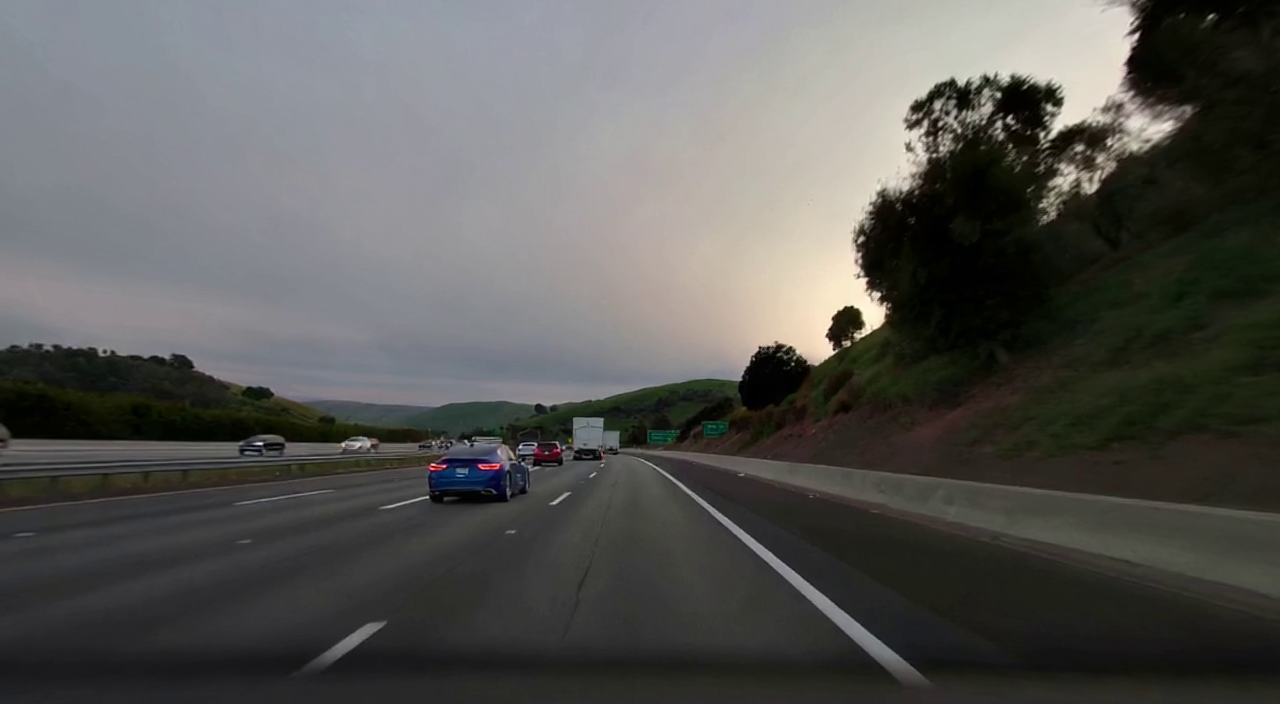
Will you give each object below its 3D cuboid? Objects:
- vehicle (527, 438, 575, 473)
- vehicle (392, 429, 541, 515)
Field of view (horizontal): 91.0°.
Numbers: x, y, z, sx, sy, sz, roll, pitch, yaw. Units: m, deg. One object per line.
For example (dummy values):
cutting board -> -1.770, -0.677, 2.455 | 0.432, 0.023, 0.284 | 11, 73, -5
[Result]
vehicle -> -4.764, 5.585, 34.243 | 2.081, 1.740, 4.268 | 1, -9, -2
vehicle -> -3.839, 2.752, 14.977 | 2.180, 1.685, 4.668 | 0, -9, 0
